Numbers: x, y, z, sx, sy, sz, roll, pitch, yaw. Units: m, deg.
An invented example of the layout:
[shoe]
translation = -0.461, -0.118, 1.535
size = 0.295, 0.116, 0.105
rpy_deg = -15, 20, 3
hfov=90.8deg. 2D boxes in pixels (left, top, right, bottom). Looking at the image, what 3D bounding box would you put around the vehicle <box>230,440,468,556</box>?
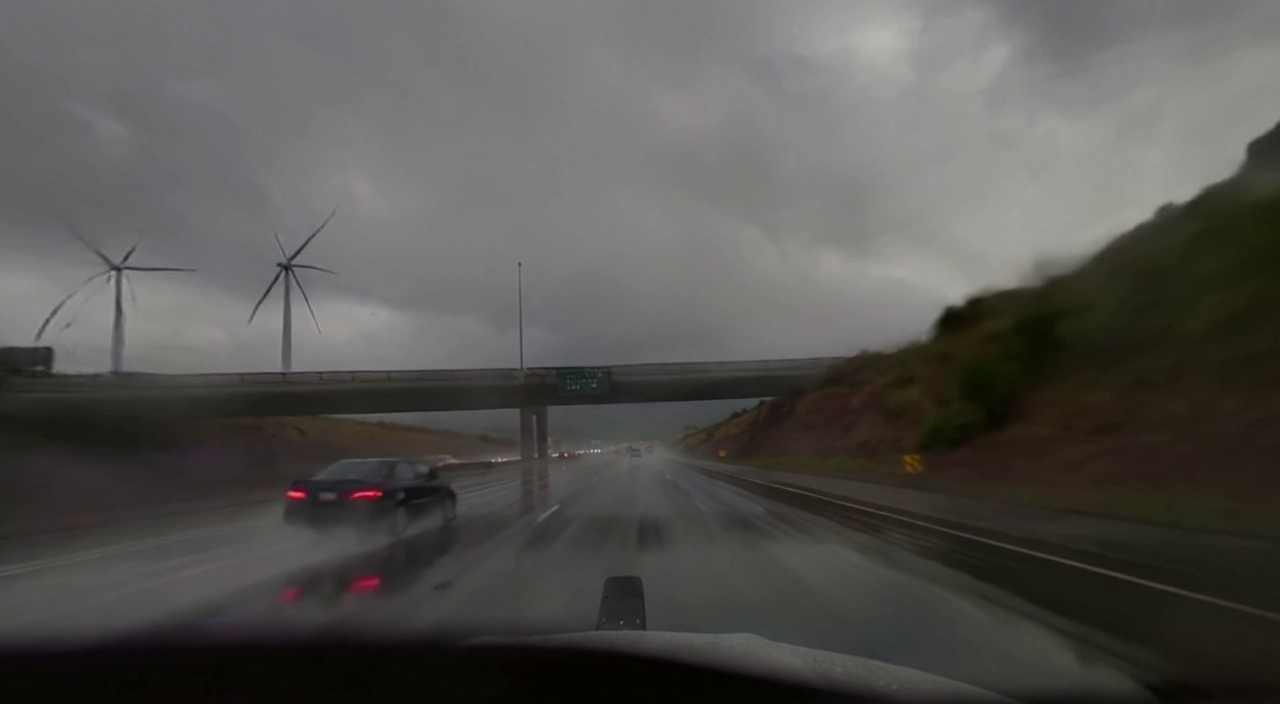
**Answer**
[vehicle]
translation = -4.372, 2.225, 10.357
size = 1.921, 1.481, 4.120
rpy_deg = 0, -9, 0
